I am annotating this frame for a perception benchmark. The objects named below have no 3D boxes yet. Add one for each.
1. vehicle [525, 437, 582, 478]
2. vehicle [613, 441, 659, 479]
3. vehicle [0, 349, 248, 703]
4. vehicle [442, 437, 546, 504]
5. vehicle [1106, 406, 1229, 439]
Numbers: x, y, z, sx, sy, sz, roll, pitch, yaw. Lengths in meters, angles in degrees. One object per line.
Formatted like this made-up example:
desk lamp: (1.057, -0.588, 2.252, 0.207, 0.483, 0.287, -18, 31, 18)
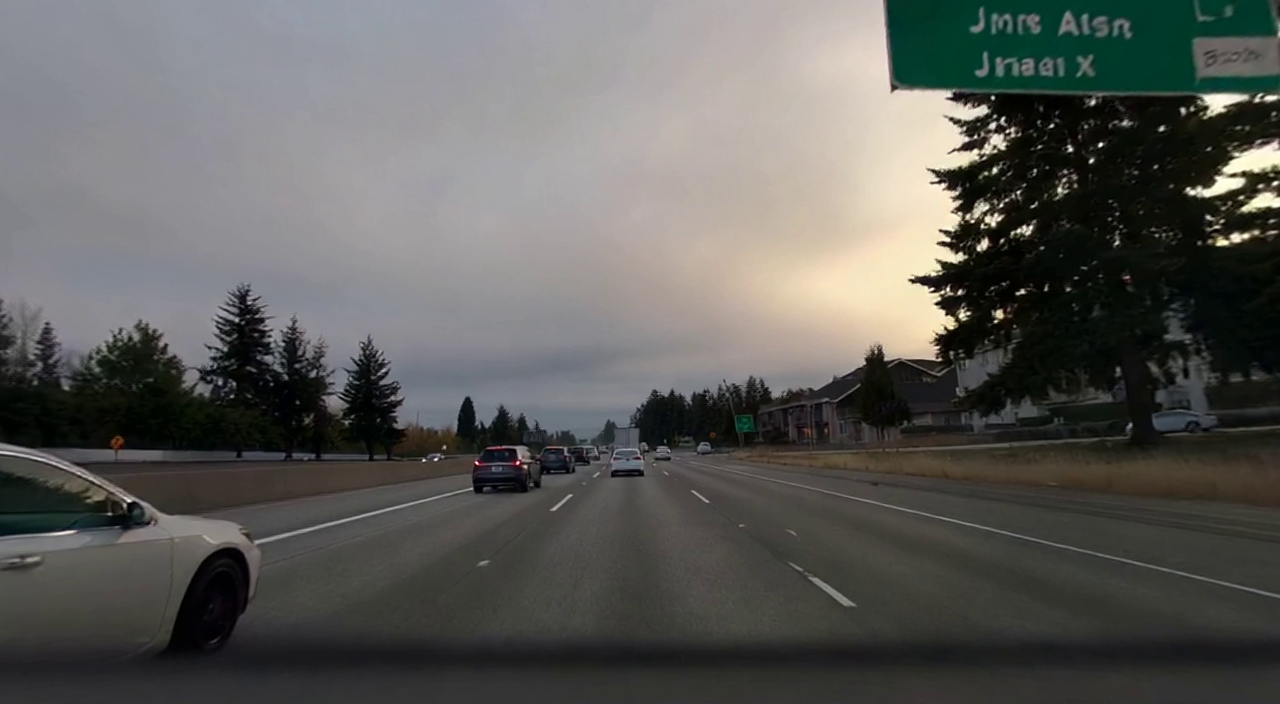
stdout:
vehicle: (-4.399, 5.490, 33.085, 2.301, 1.944, 5.482, 0, -9, -1)
vehicle: (-0.232, 5.212, 30.847, 2.063, 1.703, 4.203, 0, -9, -1)
vehicle: (-3.524, 0.741, 1.728, 2.027, 1.713, 4.490, 0, -9, -1)
vehicle: (-3.962, 3.279, 17.914, 1.988, 1.668, 4.021, 0, -9, 0)
vehicle: (26.300, 3.600, 31.653, 1.894, 1.458, 4.268, 6, -10, -33)
